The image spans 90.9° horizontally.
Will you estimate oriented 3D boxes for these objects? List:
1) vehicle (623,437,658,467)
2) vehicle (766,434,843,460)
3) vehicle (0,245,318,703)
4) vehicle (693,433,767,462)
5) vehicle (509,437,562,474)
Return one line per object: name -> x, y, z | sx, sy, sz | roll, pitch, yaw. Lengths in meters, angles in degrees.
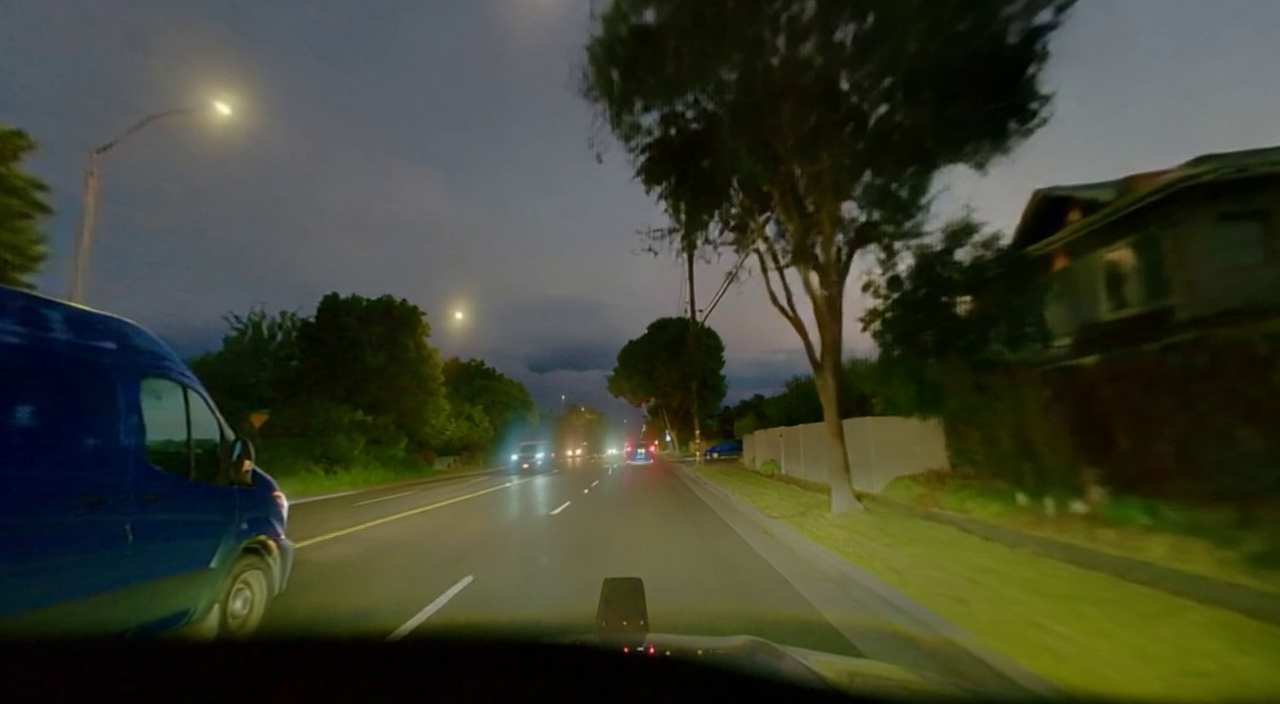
vehicle -> 0.051, 6.237, 39.439 | 2.120, 1.718, 3.909 | 0, -8, 0
vehicle -> 10.343, 6.014, 39.902 | 4.295, 1.505, 1.918 | -1, -8, 1
vehicle -> -3.653, 0.575, 1.761 | 2.336, 2.152, 5.866 | 0, -8, 1
vehicle -> 6.731, 7.121, 46.902 | 5.012, 1.711, 2.457 | -6, -8, 15
vehicle -> -6.507, 6.519, 40.091 | 2.333, 2.165, 5.436 | 0, -8, 1
